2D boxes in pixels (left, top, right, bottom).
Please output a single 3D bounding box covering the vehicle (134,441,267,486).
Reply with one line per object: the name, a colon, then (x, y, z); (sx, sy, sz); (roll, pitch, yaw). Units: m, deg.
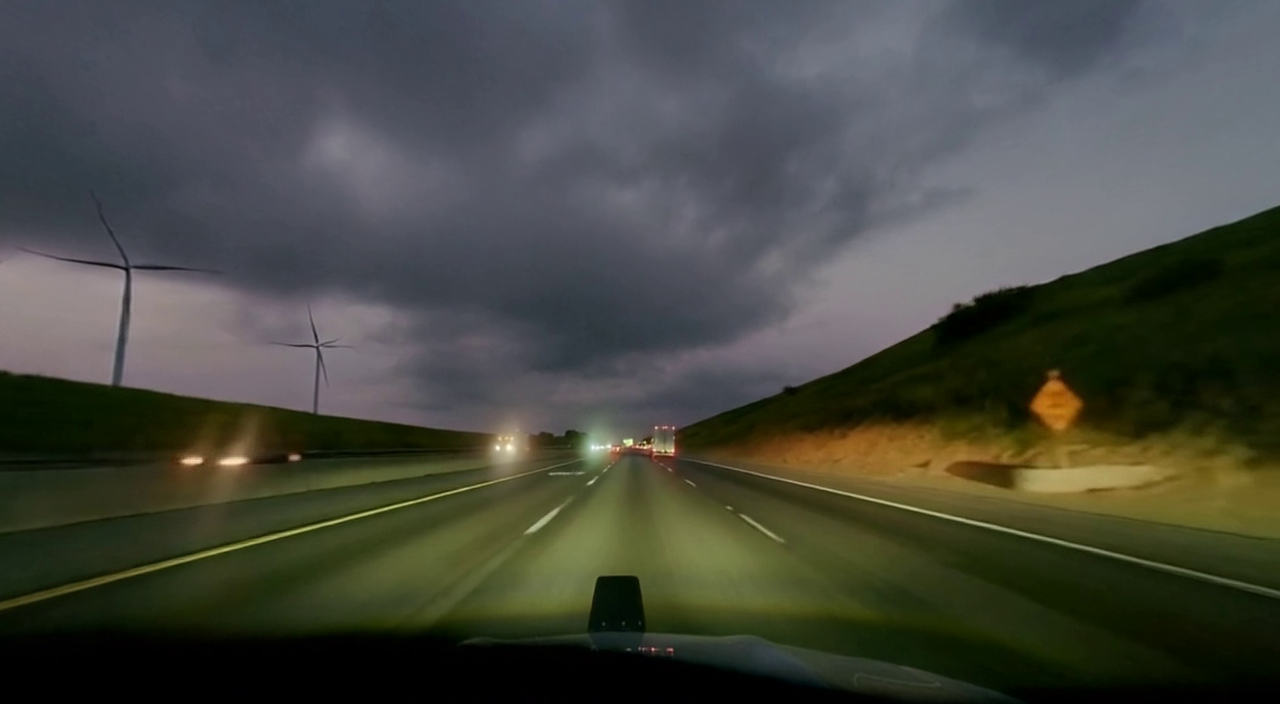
vehicle: (-15.505, 3.933, 22.559); (1.822, 1.440, 4.160); (0, -8, -1)
